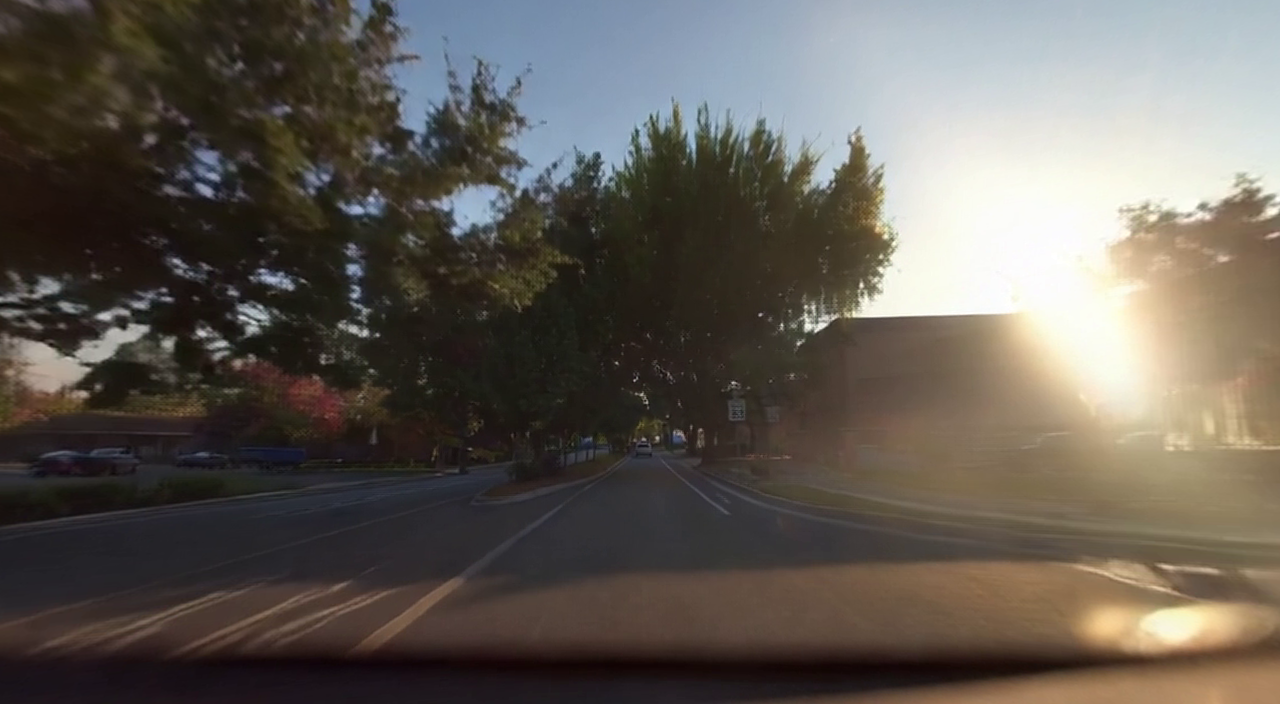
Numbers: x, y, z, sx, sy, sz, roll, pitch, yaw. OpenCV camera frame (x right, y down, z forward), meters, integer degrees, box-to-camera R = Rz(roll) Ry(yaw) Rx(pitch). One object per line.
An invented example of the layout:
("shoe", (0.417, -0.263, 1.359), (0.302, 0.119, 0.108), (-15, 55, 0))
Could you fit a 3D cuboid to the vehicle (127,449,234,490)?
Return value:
("vehicle", (-18.460, 4.683, 25.658), (2.061, 1.475, 4.357), (2, -9, -16))
